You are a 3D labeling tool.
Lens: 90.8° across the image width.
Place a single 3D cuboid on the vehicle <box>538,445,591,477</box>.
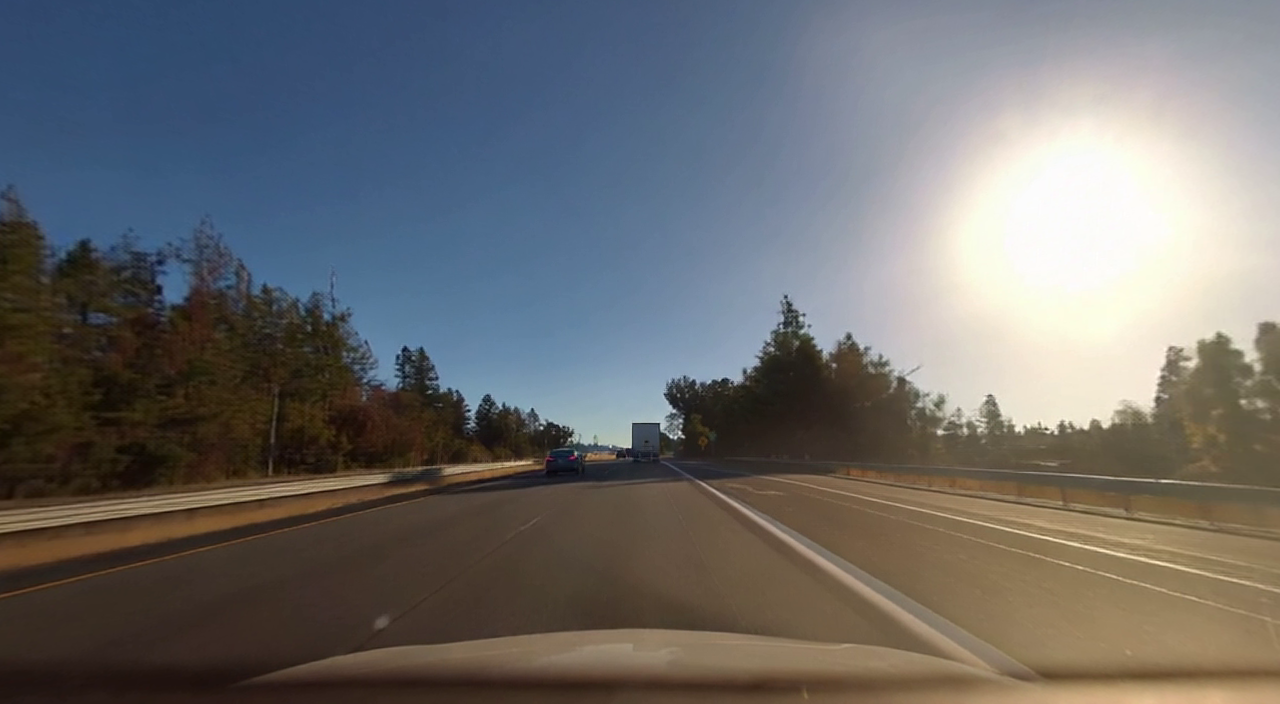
[{"bbox_3d":[-3.824,5.642,32.869,1.999,1.533,4.870,-1,-9,2],"label":"vehicle"}]
